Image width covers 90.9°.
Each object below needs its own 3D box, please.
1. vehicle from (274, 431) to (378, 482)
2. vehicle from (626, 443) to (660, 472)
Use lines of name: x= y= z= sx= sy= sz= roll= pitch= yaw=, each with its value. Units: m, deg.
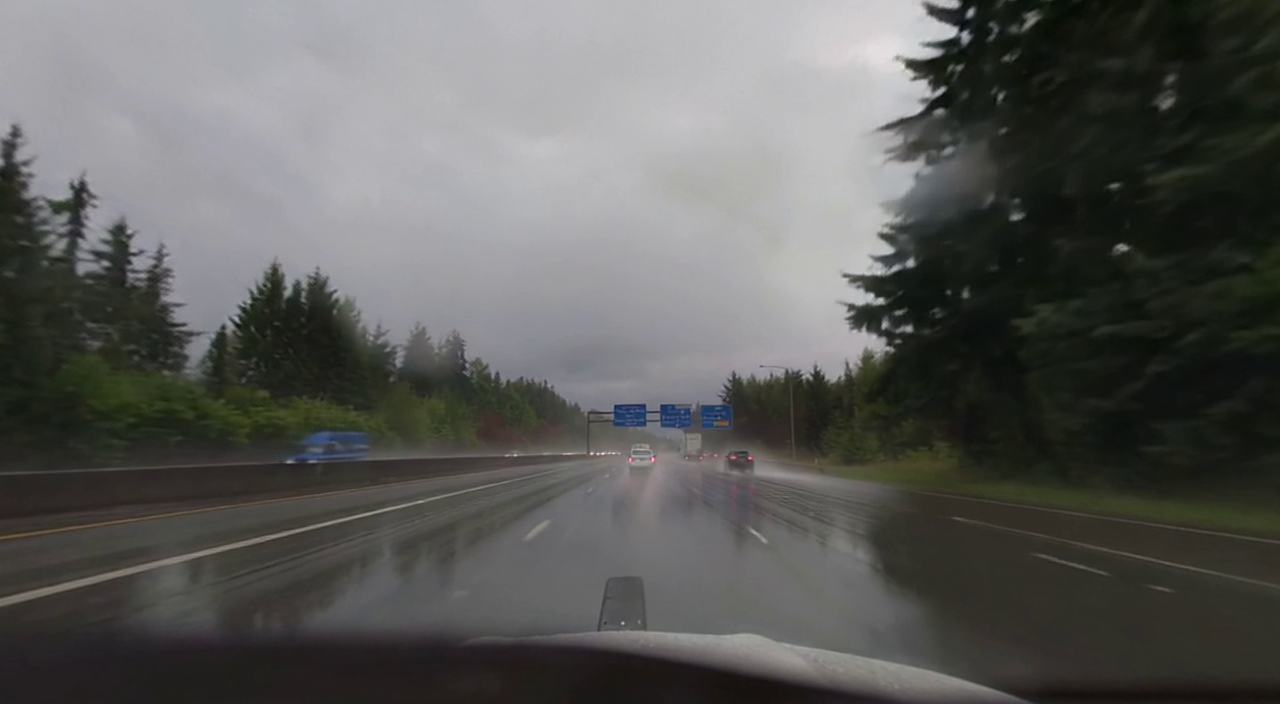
vehicle: x=-18.246 y=6.122 z=37.190 sx=2.512 sy=2.670 sz=6.751 roll=0 pitch=-9 yaw=1
vehicle: x=0.205 y=7.097 z=42.595 sx=2.167 sy=1.847 sz=4.097 roll=0 pitch=-9 yaw=0
